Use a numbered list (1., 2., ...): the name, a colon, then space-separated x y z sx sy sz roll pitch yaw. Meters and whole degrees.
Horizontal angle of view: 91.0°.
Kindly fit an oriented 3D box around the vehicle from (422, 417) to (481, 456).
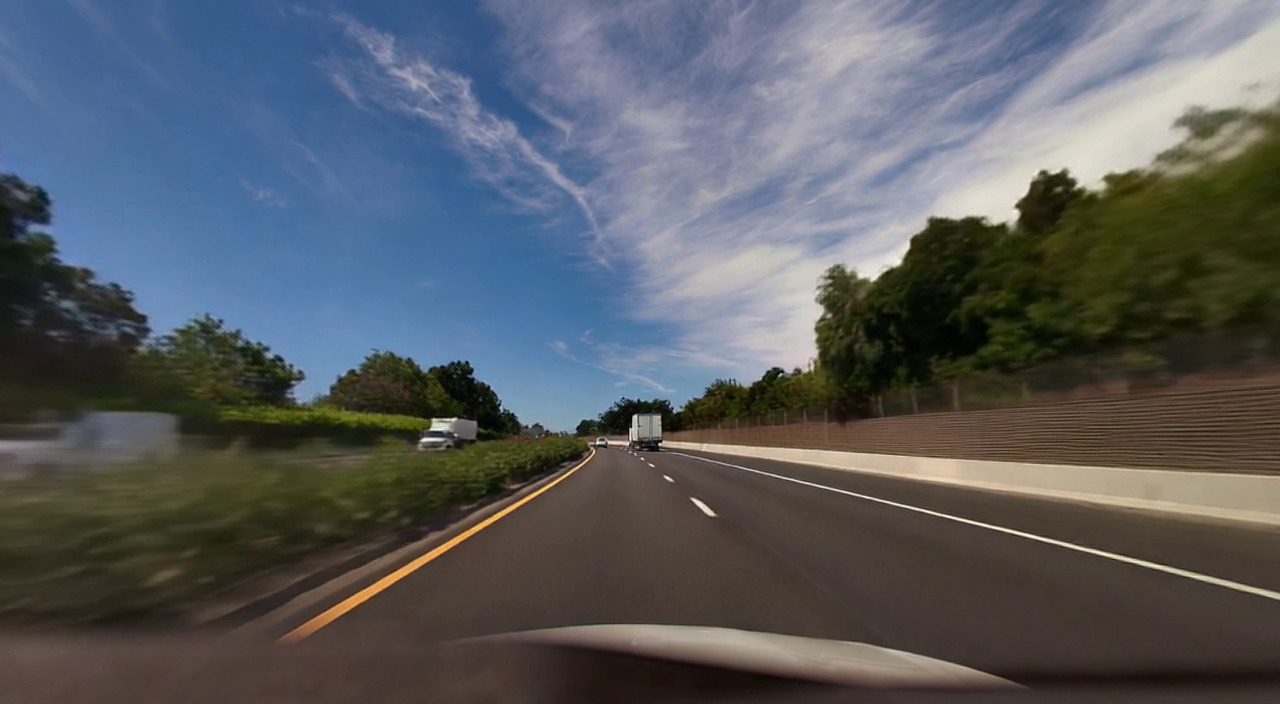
1. vehicle: -14.472 6.562 48.863 2.675 2.788 6.642 0 -8 -1

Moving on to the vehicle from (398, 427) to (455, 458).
1. vehicle: -14.091 6.018 41.806 2.281 1.942 4.778 0 -8 -3

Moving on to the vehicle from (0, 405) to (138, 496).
1. vehicle: -12.889 1.986 12.722 1.927 1.660 4.333 0 -8 -1
